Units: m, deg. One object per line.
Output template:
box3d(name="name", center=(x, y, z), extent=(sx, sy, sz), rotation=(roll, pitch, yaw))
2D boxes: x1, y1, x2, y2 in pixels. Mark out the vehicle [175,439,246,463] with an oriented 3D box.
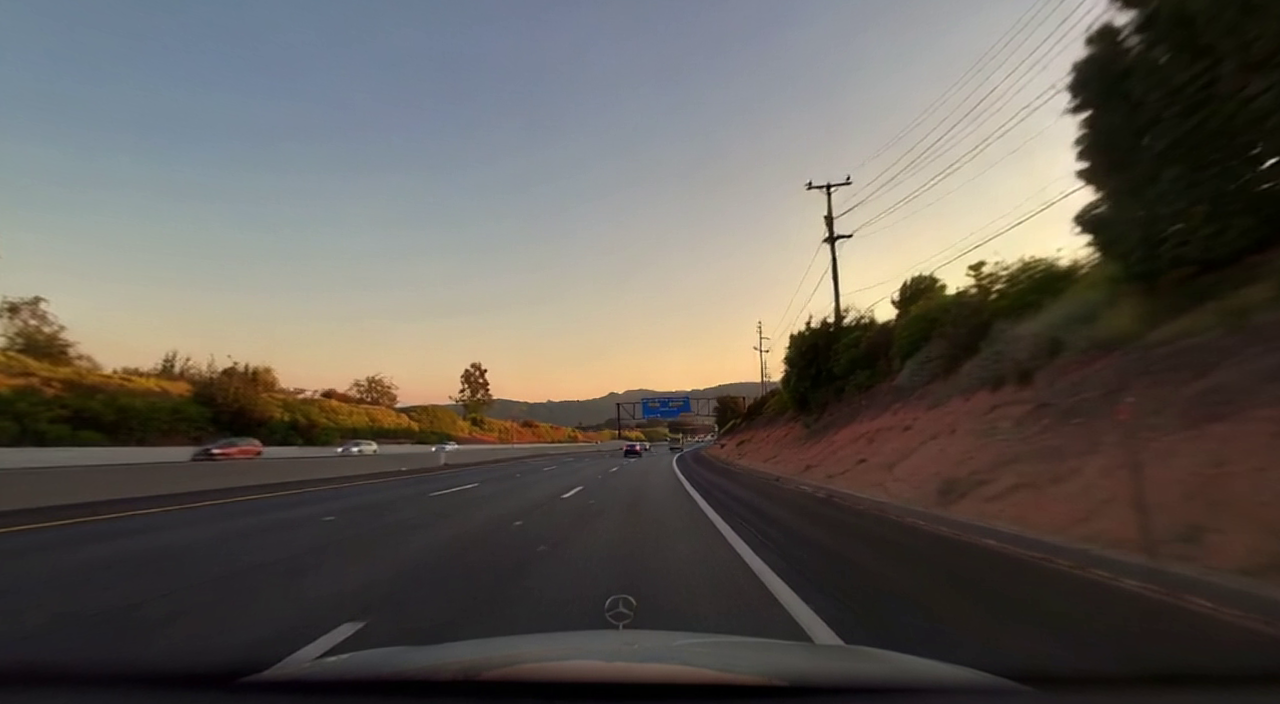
box3d(name="vehicle", center=(-31.122, 7.208, 45.928), extent=(1.860, 1.648, 4.477), rotation=(-1, -9, 2))
